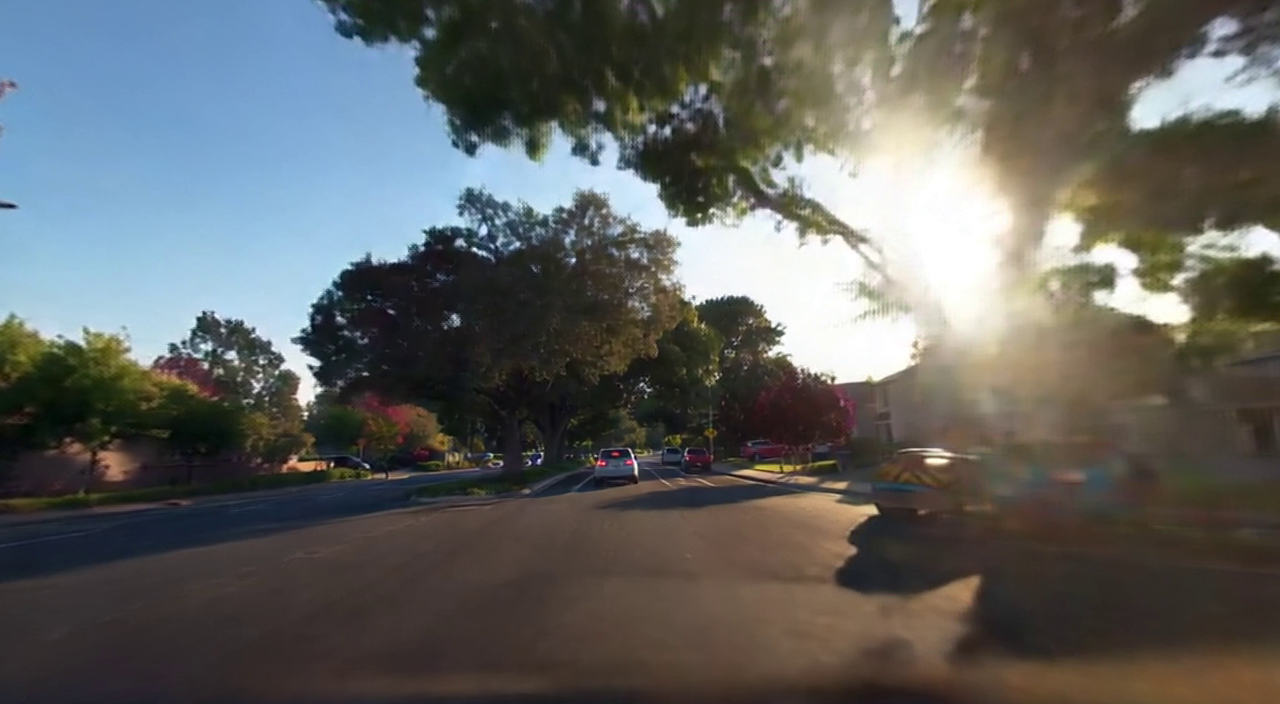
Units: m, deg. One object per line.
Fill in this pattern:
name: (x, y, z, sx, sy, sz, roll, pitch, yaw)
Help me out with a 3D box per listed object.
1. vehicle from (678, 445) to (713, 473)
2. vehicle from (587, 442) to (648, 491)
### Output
vehicle: (3.729, 7.205, 42.953, 2.045, 1.776, 4.851, 0, -8, 1)
vehicle: (-0.814, 4.219, 23.640, 2.106, 1.655, 3.717, 0, -8, -1)
